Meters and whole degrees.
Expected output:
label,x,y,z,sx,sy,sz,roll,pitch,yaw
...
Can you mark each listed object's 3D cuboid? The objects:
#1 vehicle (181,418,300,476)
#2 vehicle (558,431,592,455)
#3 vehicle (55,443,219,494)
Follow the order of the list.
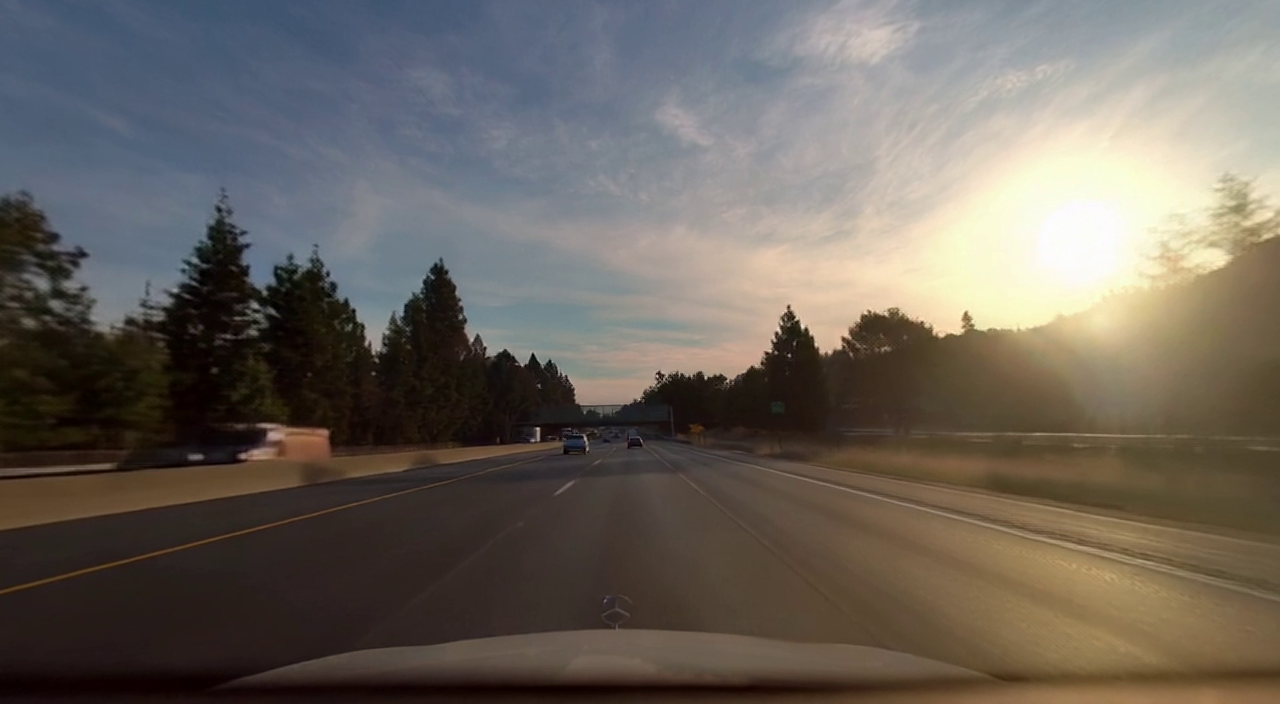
label,x,y,z,sx,sy,sz,roll,pitch,yaw
vehicle,-16.633,3.969,26.522,2.184,2.216,4.156,0,-8,0
vehicle,-4.578,6.524,45.124,2.003,1.626,4.256,0,-8,0
vehicle,-16.570,3.823,21.115,1.800,1.475,4.489,0,-8,-1
